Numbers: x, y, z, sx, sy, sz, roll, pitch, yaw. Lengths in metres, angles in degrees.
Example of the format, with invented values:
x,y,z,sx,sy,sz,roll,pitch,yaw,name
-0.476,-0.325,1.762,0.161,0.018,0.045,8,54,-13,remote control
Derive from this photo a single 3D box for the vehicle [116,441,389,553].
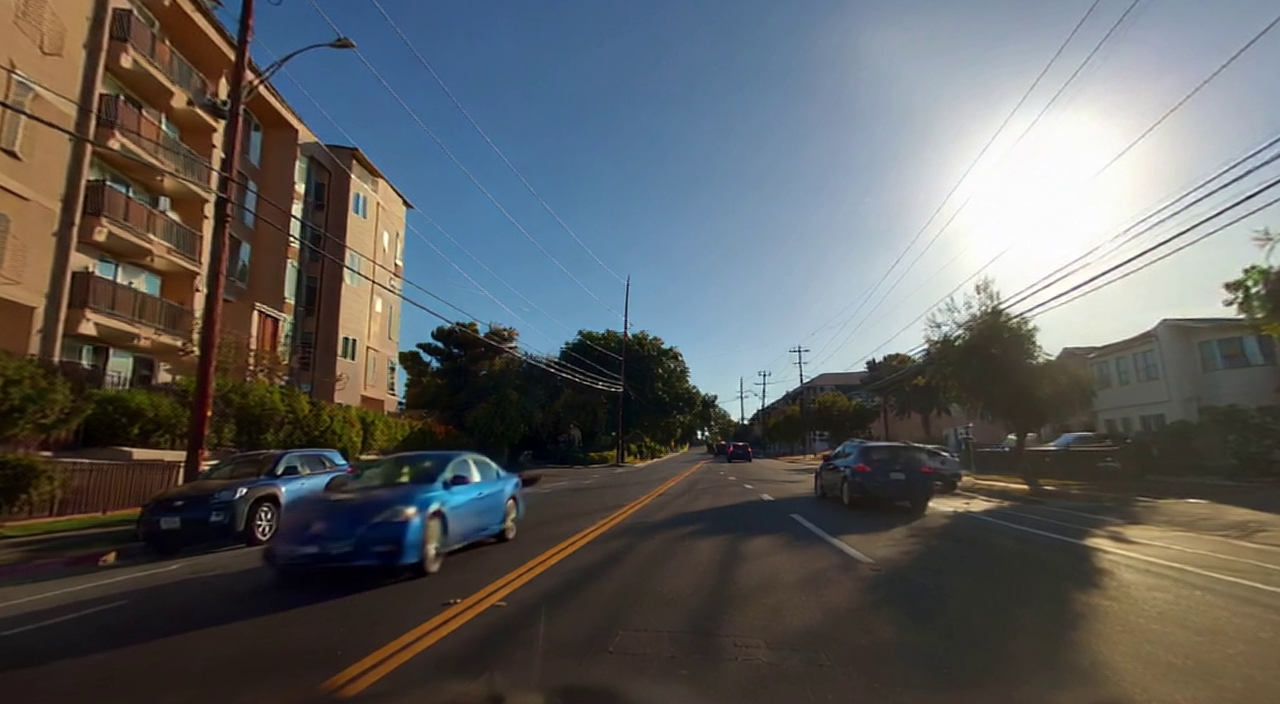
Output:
x,y,z,sx,sy,sz,roll,pitch,yaw,name
-7.443,2.766,12.877,2.381,1.825,4.652,-1,-8,4,vehicle

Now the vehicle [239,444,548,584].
x,y,z,sx,sy,sz,roll,pitch,yaw,name
-2.991,2.047,8.978,2.155,1.436,4.501,-1,-8,8,vehicle

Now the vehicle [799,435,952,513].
x,y,z,sx,sy,sz,roll,pitch,yaw,name
5.158,2.711,14.534,2.052,1.506,4.432,-1,-8,4,vehicle

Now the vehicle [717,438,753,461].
x,y,z,sx,sy,sz,roll,pitch,yaw,name
7.425,7.643,49.381,2.306,1.719,4.805,-1,-8,3,vehicle
